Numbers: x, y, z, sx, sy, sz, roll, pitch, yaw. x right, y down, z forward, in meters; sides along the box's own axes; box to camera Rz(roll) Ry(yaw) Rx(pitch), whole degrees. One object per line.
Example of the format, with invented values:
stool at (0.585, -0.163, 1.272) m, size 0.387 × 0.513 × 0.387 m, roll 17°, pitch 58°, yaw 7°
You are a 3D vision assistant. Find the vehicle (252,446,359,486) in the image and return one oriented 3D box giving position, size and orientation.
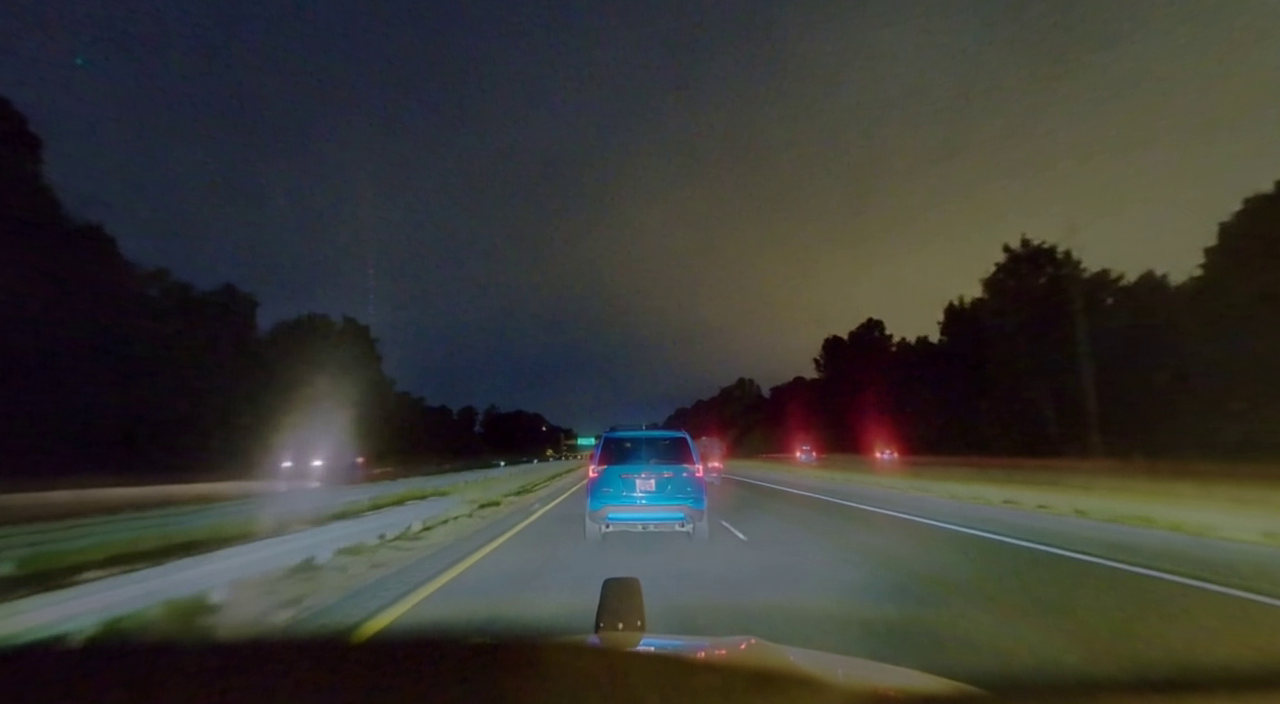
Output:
vehicle at (-13.352, 4.565, 25.529) m, size 1.836 × 1.465 × 4.514 m, roll 0°, pitch -9°, yaw 0°

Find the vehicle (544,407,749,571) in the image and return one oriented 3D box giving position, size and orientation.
vehicle at (0.079, 1.860, 9.177) m, size 2.288 × 1.823 × 4.059 m, roll 0°, pitch -9°, yaw 0°
